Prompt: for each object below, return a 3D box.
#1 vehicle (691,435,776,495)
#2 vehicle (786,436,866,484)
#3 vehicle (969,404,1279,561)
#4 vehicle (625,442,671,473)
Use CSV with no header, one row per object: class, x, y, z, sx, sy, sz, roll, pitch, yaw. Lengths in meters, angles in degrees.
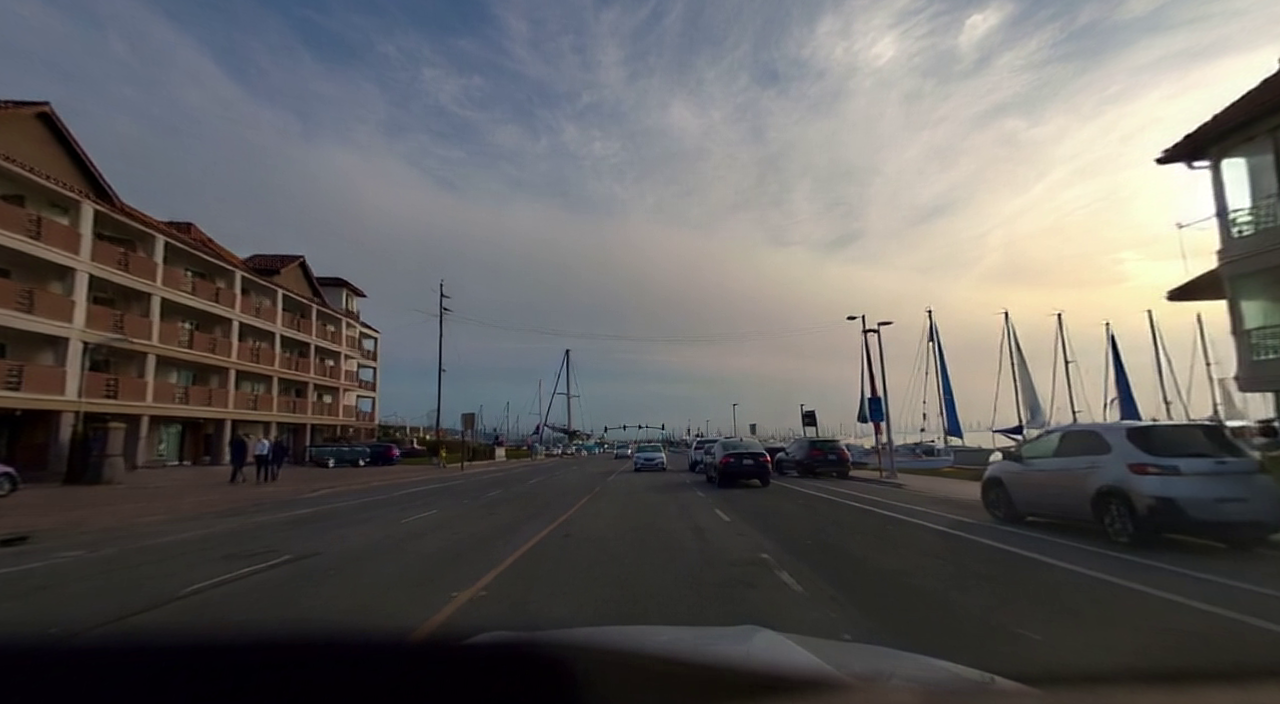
vehicle,2.775,3.456,19.665,2.047,1.640,4.051,0,-9,0
vehicle,7.849,4.600,27.140,1.969,1.852,4.513,0,-9,-1
vehicle,7.800,1.973,10.289,2.056,1.896,5.062,0,-9,-1
vehicle,0.438,5.536,33.315,2.284,1.496,3.949,0,-9,1
